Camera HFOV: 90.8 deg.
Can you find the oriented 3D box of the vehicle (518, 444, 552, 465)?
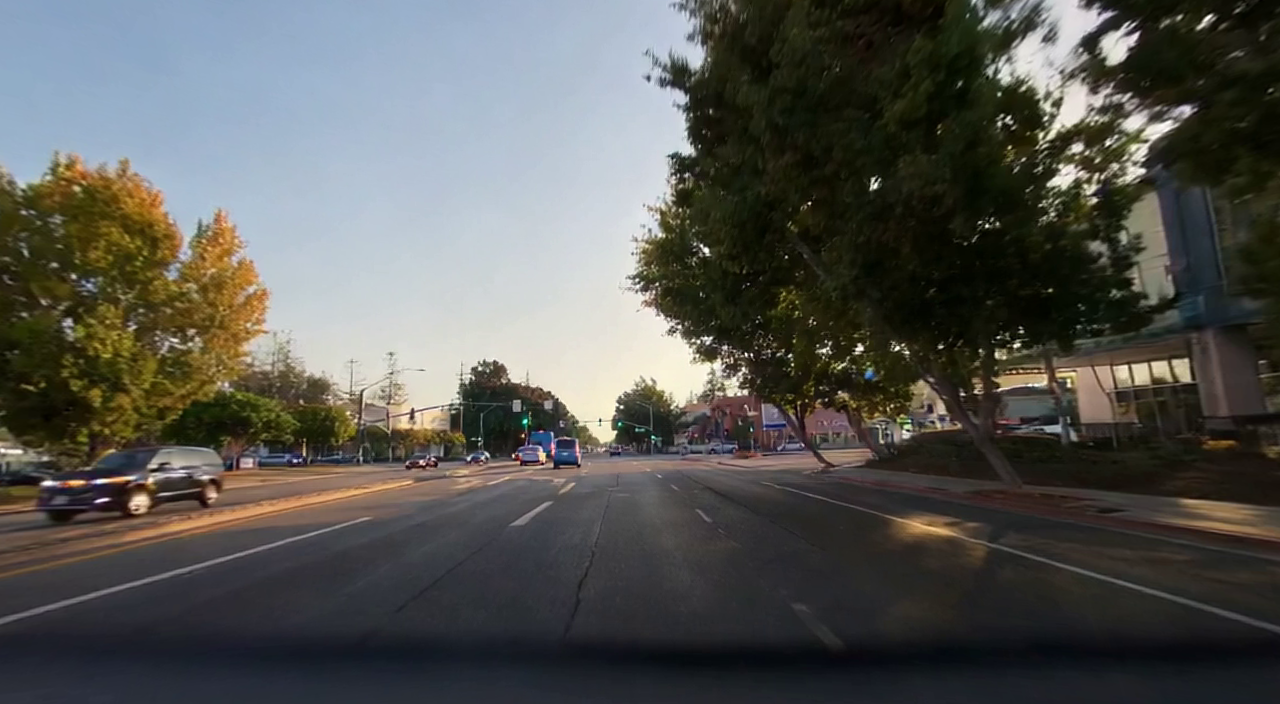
[{"bbox_3d":[-7.875,7.736,47.765,1.993,1.490,4.768,0,-8,-2],"label":"vehicle"}]

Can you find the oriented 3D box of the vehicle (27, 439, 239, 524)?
[{"bbox_3d":[-13.187,3.335,16.917,2.003,1.922,4.463,0,-8,-2],"label":"vehicle"}]

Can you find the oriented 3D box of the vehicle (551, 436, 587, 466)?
[{"bbox_3d":[-5.050,7.146,45.673,2.206,2.007,5.190,0,-8,-3],"label":"vehicle"}]
